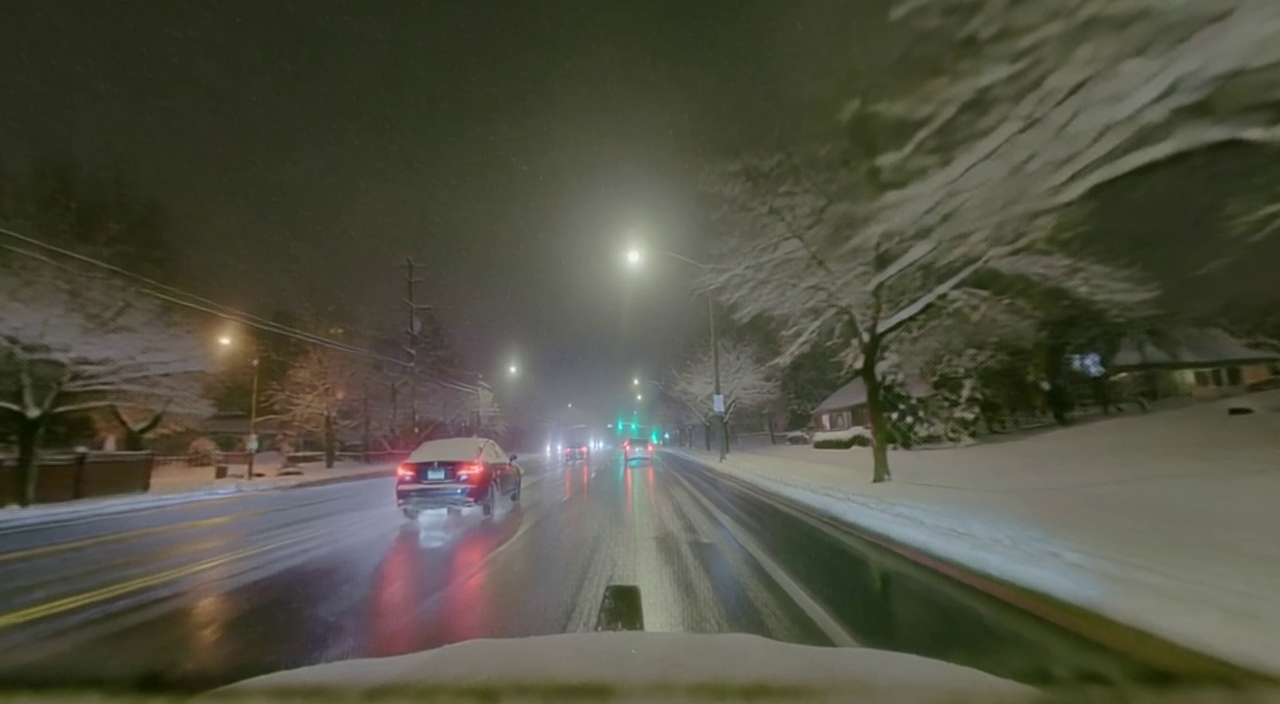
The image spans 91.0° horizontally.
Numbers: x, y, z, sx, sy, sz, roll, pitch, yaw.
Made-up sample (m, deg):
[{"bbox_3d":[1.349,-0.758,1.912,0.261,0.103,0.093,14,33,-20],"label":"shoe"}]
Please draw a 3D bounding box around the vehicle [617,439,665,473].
[{"bbox_3d":[0.040,4.815,29.443,2.065,1.456,4.099,0,-8,0],"label":"vehicle"}]

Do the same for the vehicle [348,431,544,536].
[{"bbox_3d":[-3.075,2.188,11.122,2.030,1.467,4.403,0,-8,0],"label":"vehicle"}]

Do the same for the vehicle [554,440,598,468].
[{"bbox_3d":[-3.617,5.880,36.490,2.114,1.500,3.912,0,-8,0],"label":"vehicle"}]
